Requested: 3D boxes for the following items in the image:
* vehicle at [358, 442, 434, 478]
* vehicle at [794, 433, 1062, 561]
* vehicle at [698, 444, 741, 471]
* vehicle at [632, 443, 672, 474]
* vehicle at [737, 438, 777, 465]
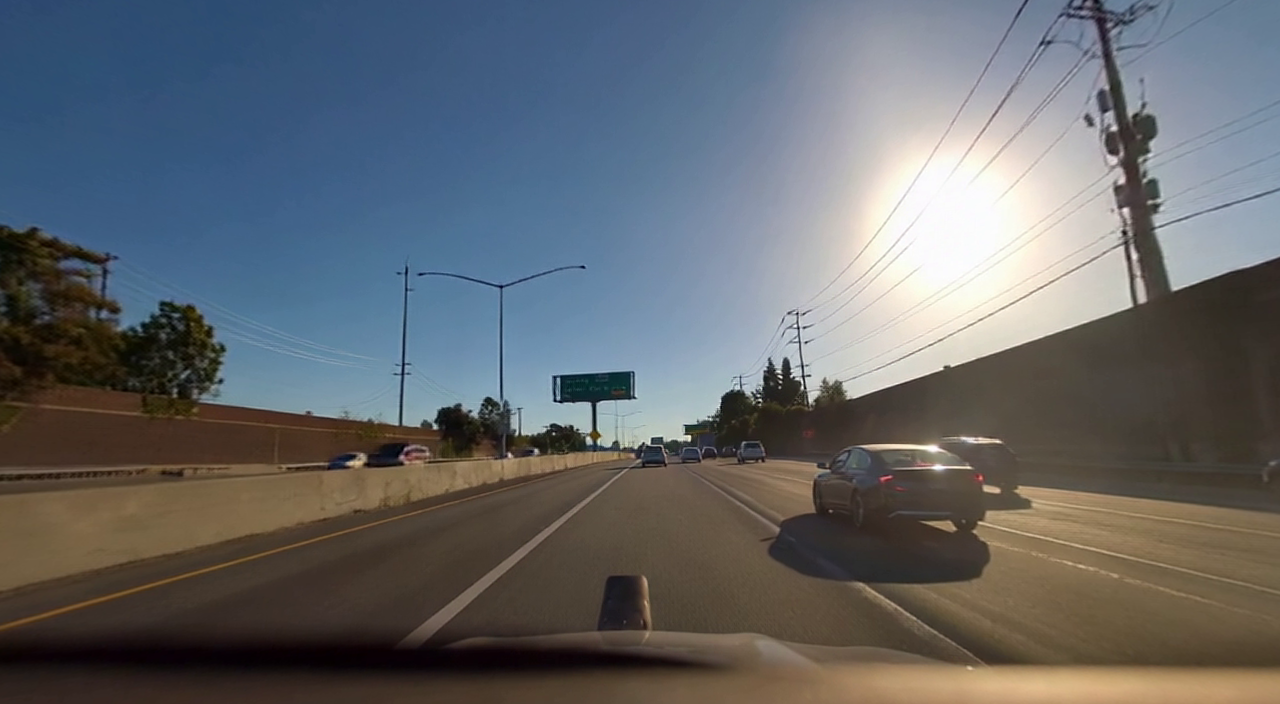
[{"bbox_3d":[-13.772,6.098,35.966,2.080,1.857,5.305,0,-8,2],"label":"vehicle"},{"bbox_3d":[3.910,2.025,9.626,1.986,1.478,4.429,0,-8,0],"label":"vehicle"},{"bbox_3d":[4.541,6.048,36.420,1.936,1.465,4.060,0,-8,0],"label":"vehicle"},{"bbox_3d":[0.655,5.813,34.727,2.042,1.581,3.769,0,-8,1],"label":"vehicle"},{"bbox_3d":[8.416,7.168,45.647,2.041,1.821,4.562,0,-8,0],"label":"vehicle"}]
